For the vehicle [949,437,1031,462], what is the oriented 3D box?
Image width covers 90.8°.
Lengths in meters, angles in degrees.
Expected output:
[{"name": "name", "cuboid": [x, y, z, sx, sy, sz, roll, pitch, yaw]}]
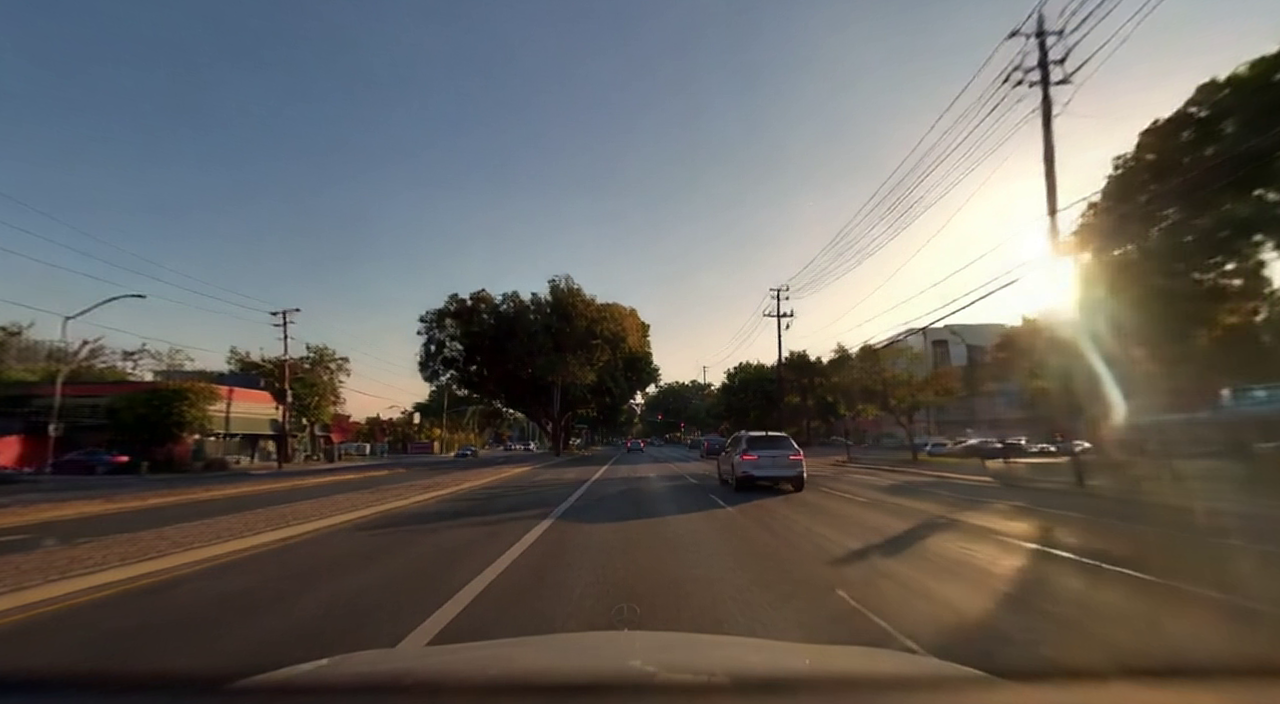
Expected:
[{"name": "vehicle", "cuboid": [24.767, 6.909, 44.772, 4.599, 1.647, 1.924, 0, -8, 1]}]

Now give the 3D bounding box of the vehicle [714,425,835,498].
[{"name": "vehicle", "cuboid": [3.403, 2.869, 16.933, 2.128, 1.699, 4.222, 0, -8, -2]}]
